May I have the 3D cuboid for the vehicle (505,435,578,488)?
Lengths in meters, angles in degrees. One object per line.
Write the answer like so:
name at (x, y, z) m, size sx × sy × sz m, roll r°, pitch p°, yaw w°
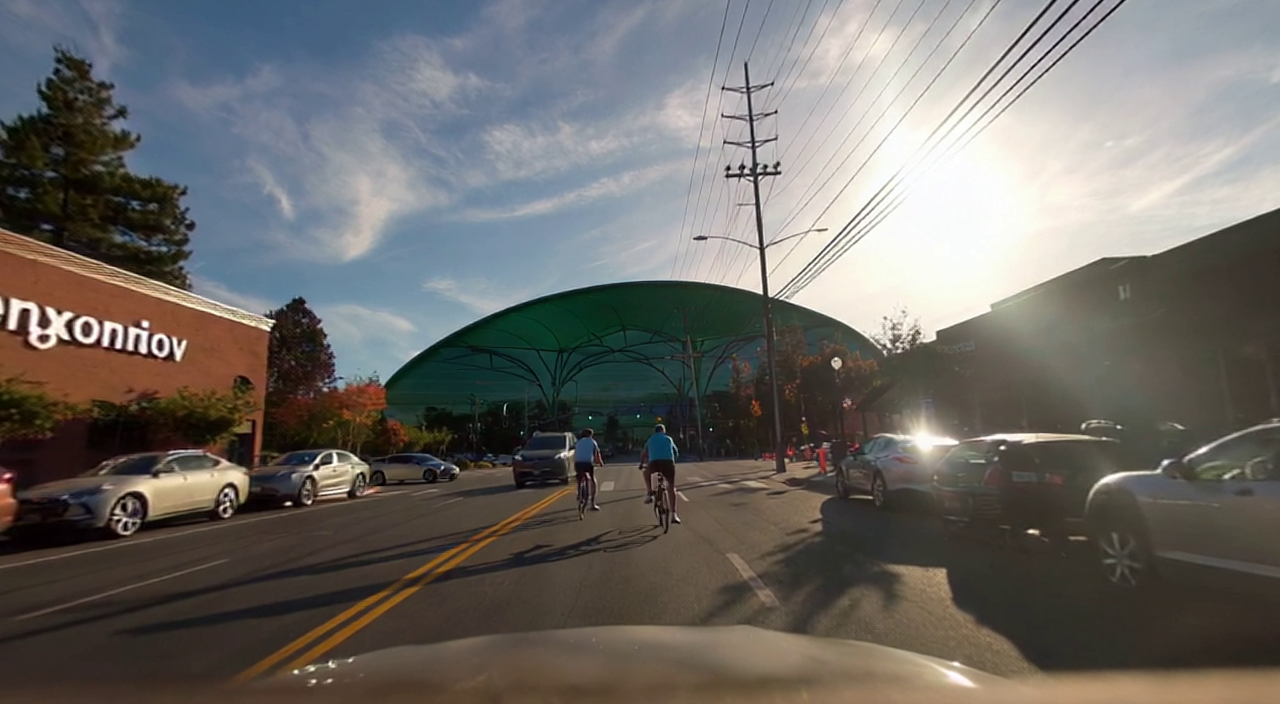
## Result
vehicle at (-3.903, 4.416, 25.879) m, size 2.184 × 1.954 × 4.898 m, roll 0°, pitch -9°, yaw 0°

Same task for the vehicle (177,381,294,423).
vehicle at (-17.140, 2.155, 26.916) m, size 3.685 × 1.584 × 1.708 m, roll 1°, pitch -9°, yaw -3°

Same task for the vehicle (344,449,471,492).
vehicle at (-10.646, 5.448, 29.253) m, size 4.961 × 1.832 × 2.287 m, roll 0°, pitch -9°, yaw 0°

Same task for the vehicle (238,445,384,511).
vehicle at (-10.277, 3.922, 20.306) m, size 2.075 × 1.816 × 4.900 m, roll 0°, pitch -9°, yaw -1°

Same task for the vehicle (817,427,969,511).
vehicle at (5.785, 2.720, 15.069) m, size 1.873 × 1.714 × 3.979 m, roll 0°, pitch -9°, yaw -1°

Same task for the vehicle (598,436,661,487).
vehicle at (-0.404, 4.125, 24.076) m, size 2.190 × 1.783 × 4.048 m, roll 0°, pitch -9°, yaw -1°

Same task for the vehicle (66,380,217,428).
vehicle at (-17.292, 1.828, 22.047) m, size 3.750 × 1.495 × 1.727 m, roll -1°, pitch -8°, yaw -2°

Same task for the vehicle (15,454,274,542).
vehicle at (-10.312, 3.021, 13.761) m, size 1.904 × 1.495 × 4.585 m, roll 0°, pitch -9°, yaw 0°

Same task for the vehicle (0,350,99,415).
vehicle at (-17.503, 0.904, 17.413) m, size 3.705 × 1.493 × 1.701 m, roll -4°, pitch -6°, yaw 1°

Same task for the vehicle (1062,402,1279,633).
vehicle at (5.539, 1.185, 4.554) m, size 1.972 × 1.623 × 4.469 m, roll 0°, pitch -9°, yaw 2°
